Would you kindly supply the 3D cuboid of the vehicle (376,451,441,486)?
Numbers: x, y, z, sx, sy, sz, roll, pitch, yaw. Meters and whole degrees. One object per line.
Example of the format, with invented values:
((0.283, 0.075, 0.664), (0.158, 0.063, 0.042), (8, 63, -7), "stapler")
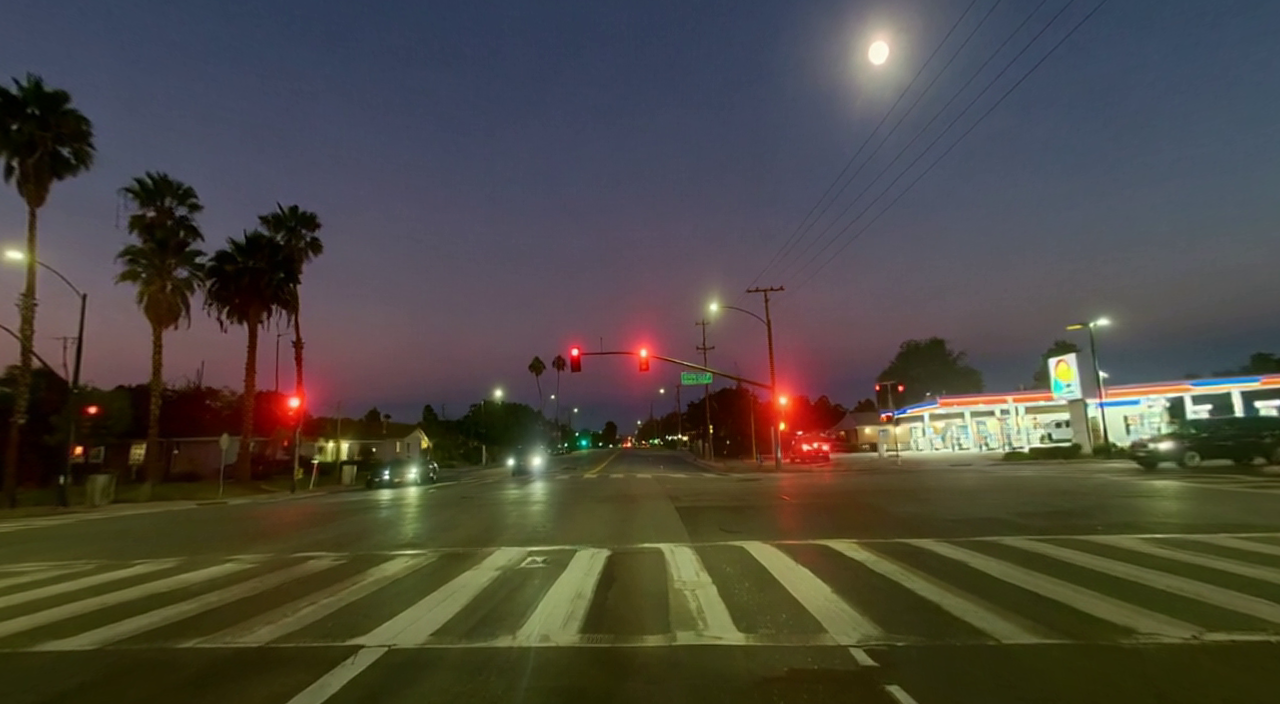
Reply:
((-13.040, 6.554, 35.944), (2.009, 1.777, 4.559), (0, -9, -1), "vehicle")

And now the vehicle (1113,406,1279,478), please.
((16.274, 2.460, 17.280), (5.086, 1.817, 1.952), (0, -9, -3), "vehicle")

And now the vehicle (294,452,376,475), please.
((-20.948, 7.685, 43.509), (4.672, 1.469, 1.816), (-1, -9, -2), "vehicle")
